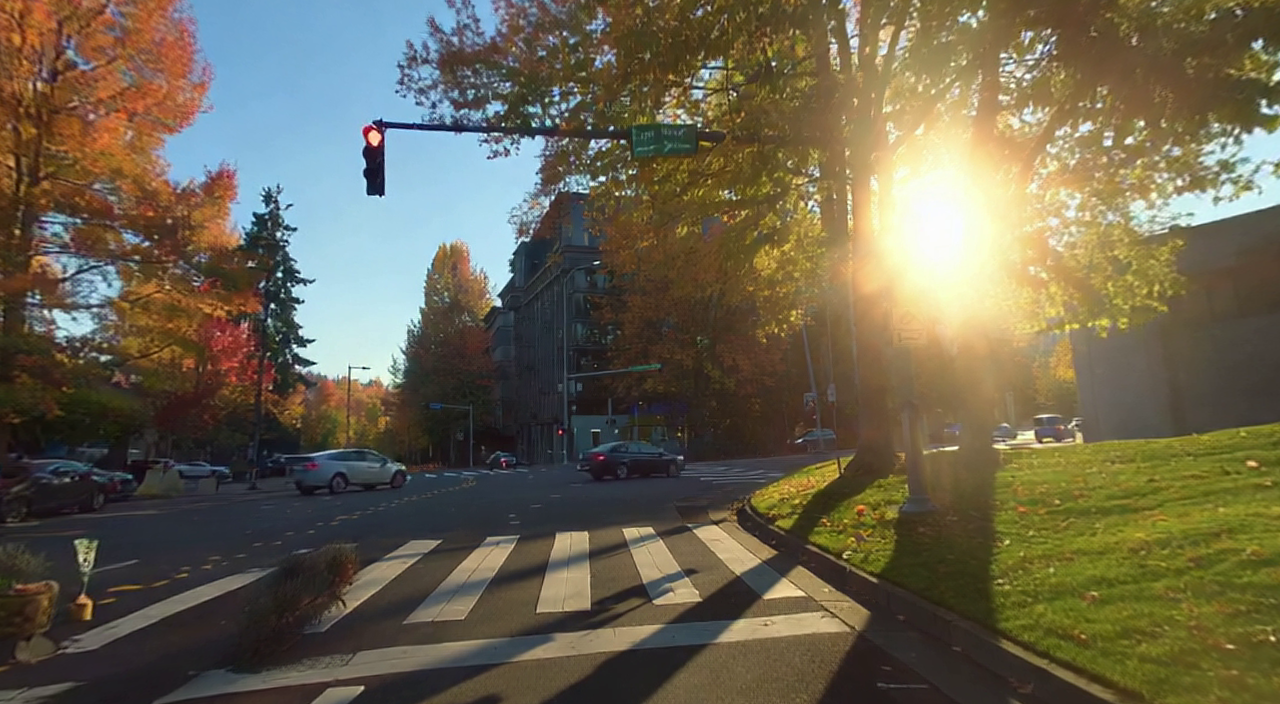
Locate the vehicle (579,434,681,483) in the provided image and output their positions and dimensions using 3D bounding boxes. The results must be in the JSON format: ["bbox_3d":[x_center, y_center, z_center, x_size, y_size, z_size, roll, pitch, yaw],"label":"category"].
[{"bbox_3d":[-0.333,4.458,26.484,1.988,1.853,4.314,-7,-11,39],"label":"vehicle"}]

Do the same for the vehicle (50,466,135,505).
[{"bbox_3d":[-25.421,6.158,29.259,1.694,1.528,4.225,3,-9,-23],"label":"vehicle"}]

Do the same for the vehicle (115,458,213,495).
[{"bbox_3d":[-27.840,7.267,36.910,2.064,1.913,5.081,0,-9,-4],"label":"vehicle"}]

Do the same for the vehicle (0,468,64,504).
[{"bbox_3d":[-30.330,6.452,30.331,1.800,1.520,3.968,2,-9,-13],"label":"vehicle"}]

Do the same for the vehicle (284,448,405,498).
[{"bbox_3d":[-10.796,4.398,23.218,1.832,1.674,3.805,-4,-9,19],"label":"vehicle"}]

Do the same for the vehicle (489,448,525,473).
[{"bbox_3d":[-8.851,7.242,42.046,1.776,1.558,3.779,0,-9,-4],"label":"vehicle"}]

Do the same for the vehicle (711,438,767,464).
[{"bbox_3d":[6.997,6.944,43.961,1.867,1.743,4.259,-8,-11,40],"label":"vehicle"}]

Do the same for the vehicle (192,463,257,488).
[{"bbox_3d":[-28.550,8.473,43.178,1.768,1.465,3.972,0,-9,-1],"label":"vehicle"}]
